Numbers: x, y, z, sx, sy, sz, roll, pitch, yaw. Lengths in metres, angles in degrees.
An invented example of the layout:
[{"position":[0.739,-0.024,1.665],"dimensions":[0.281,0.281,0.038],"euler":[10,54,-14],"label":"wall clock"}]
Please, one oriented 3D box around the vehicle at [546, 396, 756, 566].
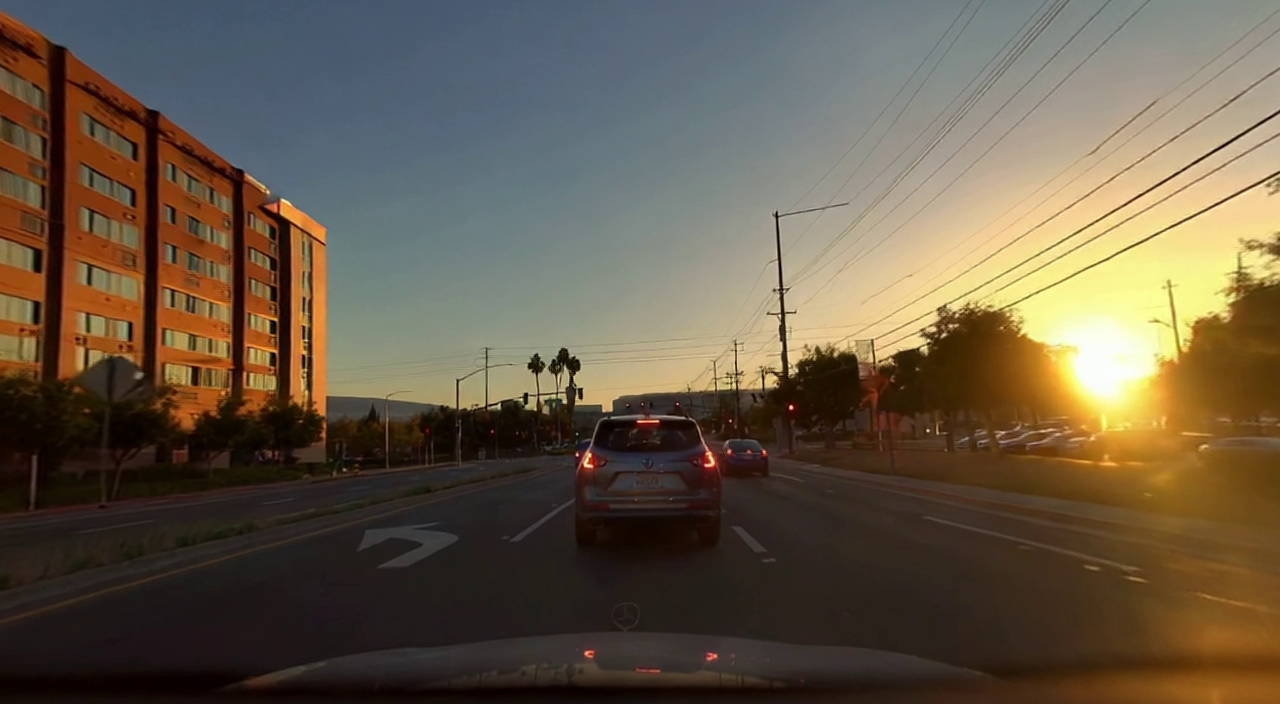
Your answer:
[{"position":[0.111,1.680,8.875],"dimensions":[2.189,1.776,4.342],"euler":[0,-9,0],"label":"vehicle"}]
